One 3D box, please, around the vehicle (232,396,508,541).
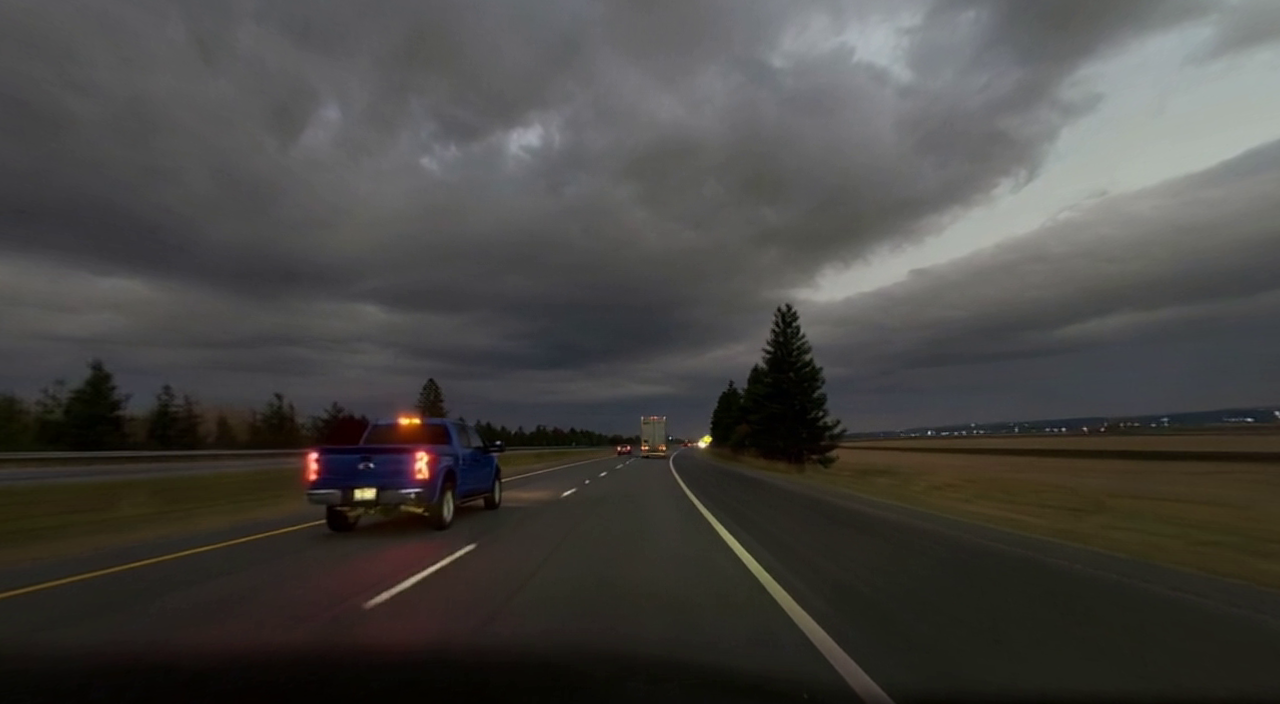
[{"bbox_3d":[-3.934,1.848,10.505,2.295,1.815,4.983,0,-9,1],"label":"vehicle"}]
